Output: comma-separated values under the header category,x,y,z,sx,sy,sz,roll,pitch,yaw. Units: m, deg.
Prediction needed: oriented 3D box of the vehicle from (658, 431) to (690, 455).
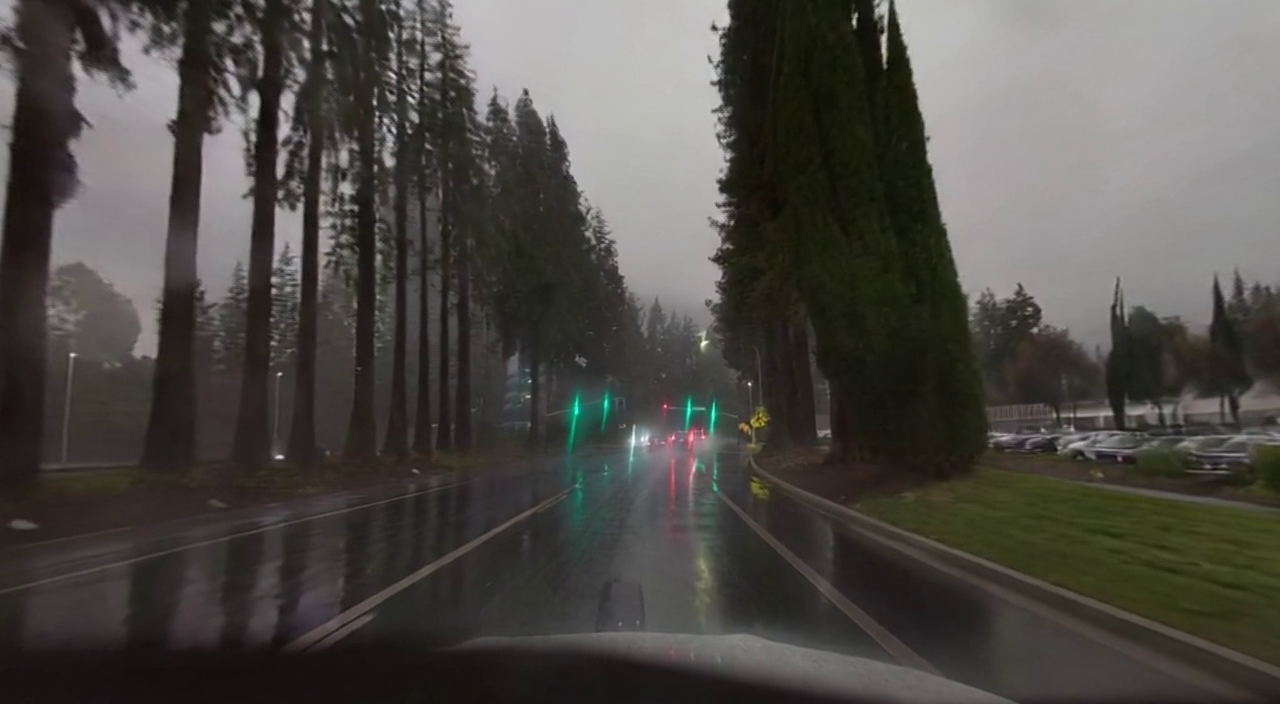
category,x,y,z,sx,sy,sz,roll,pitch,yaw
vehicle,2.629,6.933,48.155,2.210,1.737,4.013,-1,-9,6

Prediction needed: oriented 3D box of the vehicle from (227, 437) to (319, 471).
category,x,y,z,sx,sy,sz,roll,pitch,yaw
vehicle,-19.609,5.464,34.033,1.941,1.666,4.510,-1,-9,6
